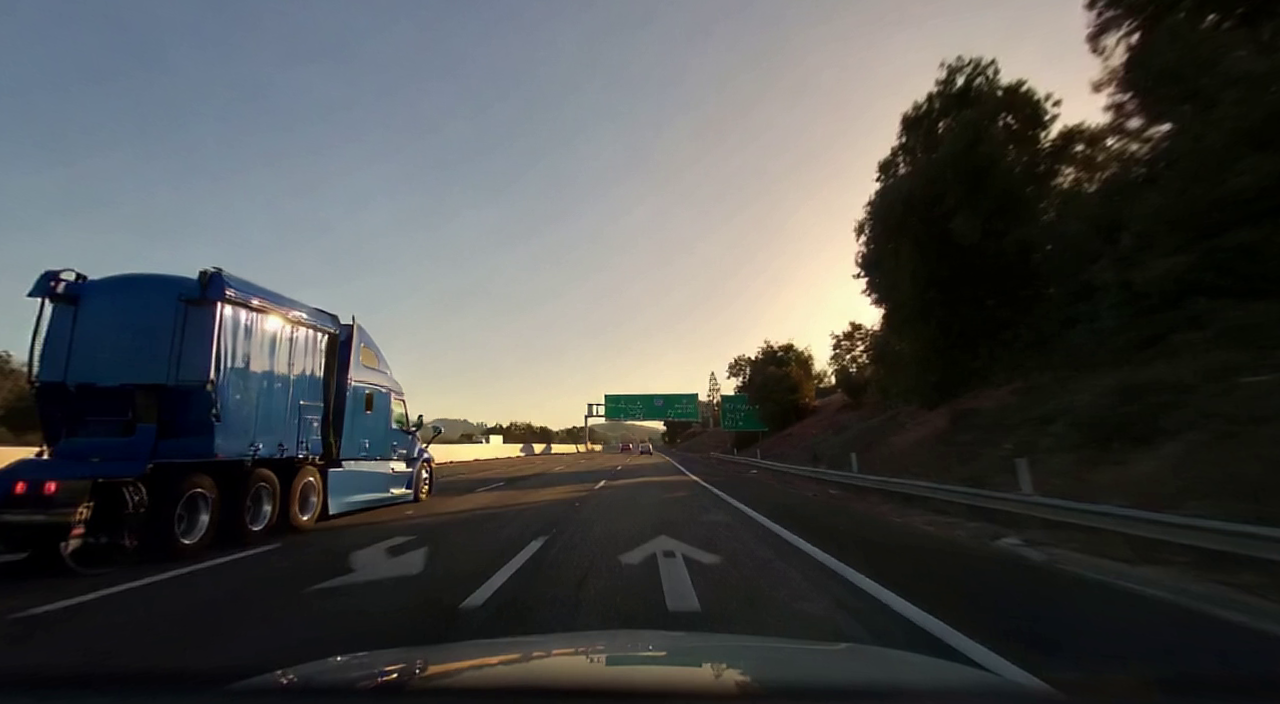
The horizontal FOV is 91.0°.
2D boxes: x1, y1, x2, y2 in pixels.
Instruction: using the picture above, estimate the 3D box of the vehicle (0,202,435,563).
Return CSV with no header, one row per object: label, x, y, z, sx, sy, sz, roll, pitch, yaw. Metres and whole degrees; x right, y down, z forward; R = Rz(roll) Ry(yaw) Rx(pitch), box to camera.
vehicle,-6.773,0.893,11.162,2.996,3.947,8.600,0,-9,2
